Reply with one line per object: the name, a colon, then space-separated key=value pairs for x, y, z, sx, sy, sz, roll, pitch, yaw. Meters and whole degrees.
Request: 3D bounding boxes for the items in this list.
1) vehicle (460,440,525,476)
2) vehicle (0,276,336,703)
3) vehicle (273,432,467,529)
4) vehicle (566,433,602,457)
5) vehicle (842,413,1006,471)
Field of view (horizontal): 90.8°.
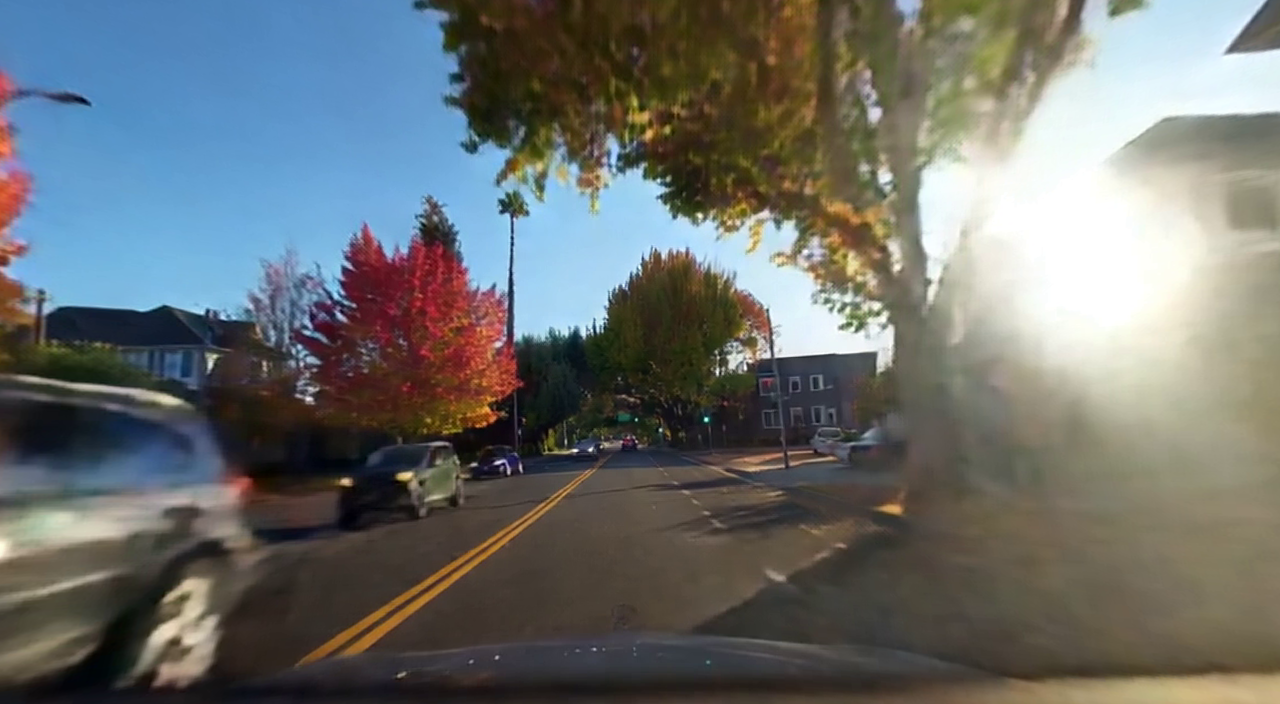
vehicle: x=-6.566 y=4.742 z=28.570 sx=1.968 sy=1.483 sz=4.279 roll=0 pitch=-8 yaw=-1
vehicle: x=-3.480 y=0.687 z=2.128 sx=2.275 sy=1.953 sz=5.423 roll=0 pitch=-9 yaw=-1
vehicle: x=-5.534 y=2.680 z=13.866 sx=2.481 sy=1.714 sz=4.702 roll=0 pitch=-9 yaw=-5
vehicle: x=-4.219 y=7.161 z=48.560 sx=2.356 sy=1.702 sz=4.700 roll=0 pitch=-8 yaw=0
vehicle: x=9.239 y=2.997 z=20.946 sx=4.385 sy=1.612 sz=2.070 roll=-4 pitch=-9 yaw=4
